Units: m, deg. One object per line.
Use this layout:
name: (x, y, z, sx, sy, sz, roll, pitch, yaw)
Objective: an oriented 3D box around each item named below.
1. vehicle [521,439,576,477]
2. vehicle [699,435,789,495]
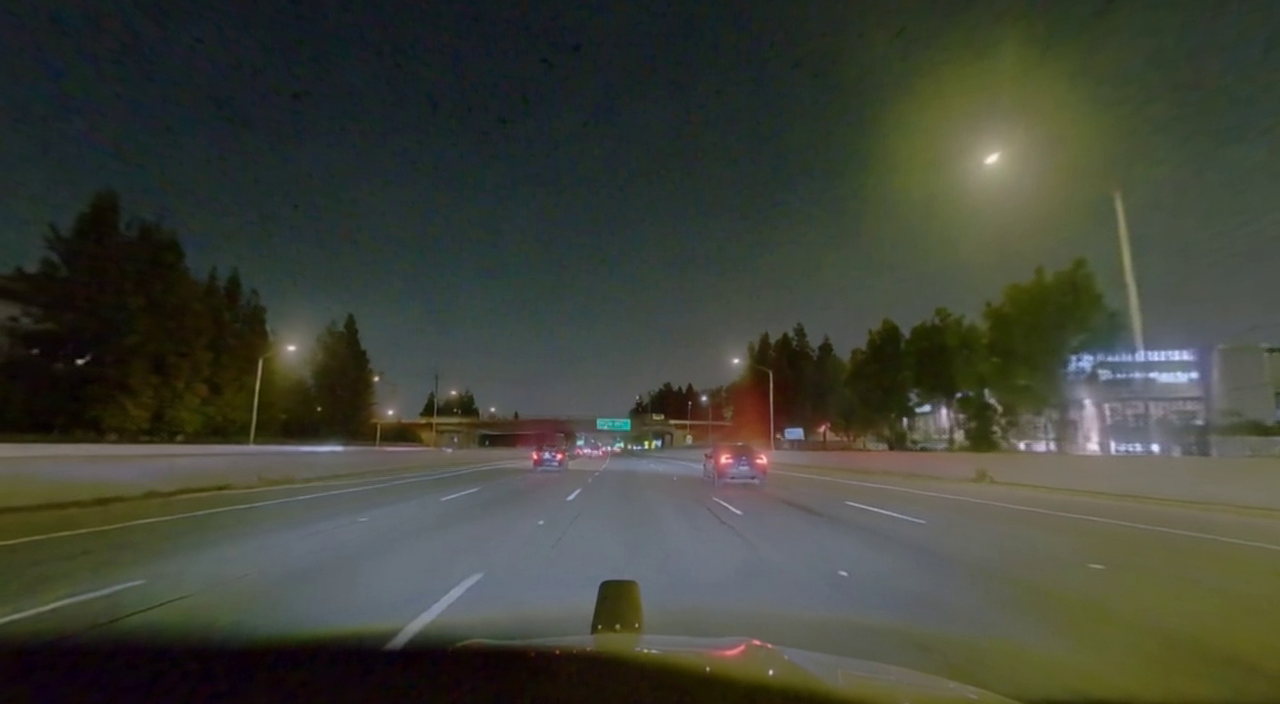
vehicle: (-4.578, 5.390, 32.406, 2.176, 1.779, 4.755, 0, -8, -1)
vehicle: (3.142, 3.496, 19.974, 1.997, 1.686, 4.247, 0, -8, -2)
